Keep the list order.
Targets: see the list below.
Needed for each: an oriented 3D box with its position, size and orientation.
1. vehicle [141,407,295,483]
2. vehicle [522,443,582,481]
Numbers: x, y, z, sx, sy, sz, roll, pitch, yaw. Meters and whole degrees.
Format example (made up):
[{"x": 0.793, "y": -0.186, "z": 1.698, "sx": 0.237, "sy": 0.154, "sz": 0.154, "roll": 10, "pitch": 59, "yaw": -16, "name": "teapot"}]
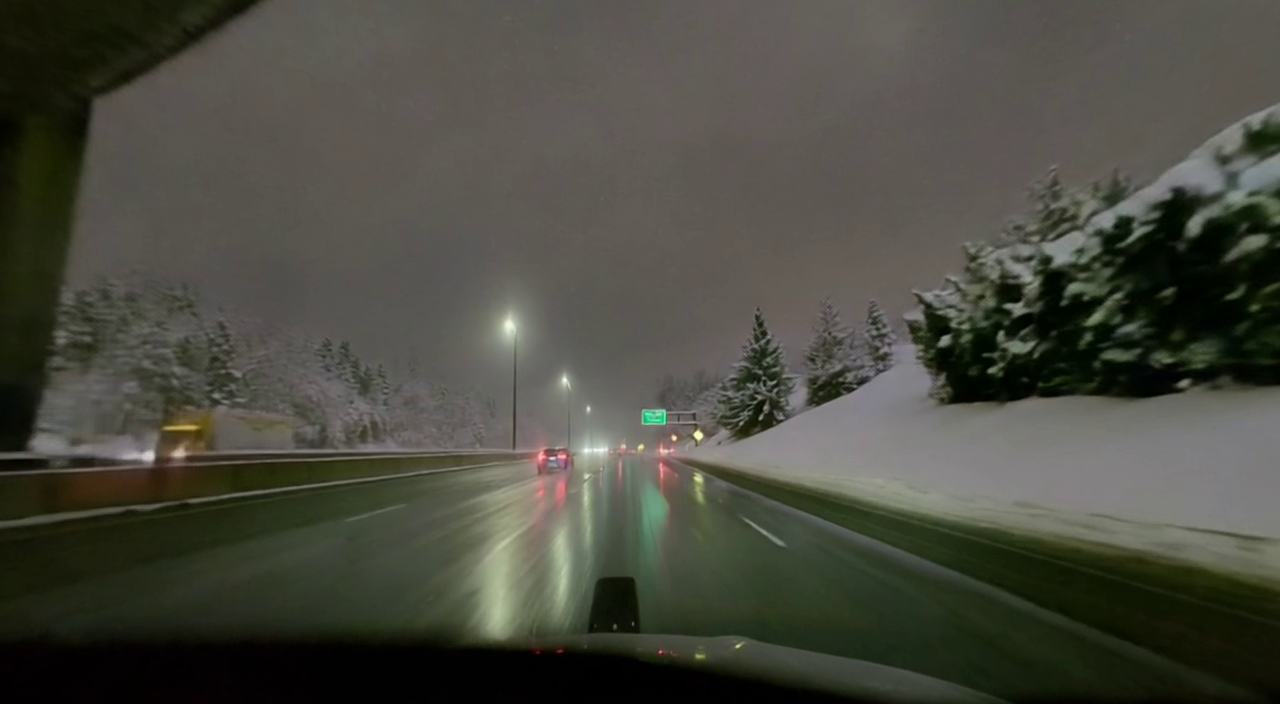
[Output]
[{"x": -24.962, "y": 5.625, "z": 38.296, "sx": 2.889, "sy": 3.965, "sz": 9.817, "roll": 0, "pitch": -8, "yaw": -3, "name": "vehicle"}, {"x": -3.831, "y": 4.879, "z": 28.318, "sx": 2.037, "sy": 1.514, "sz": 4.335, "roll": 0, "pitch": -8, "yaw": 0, "name": "vehicle"}]
